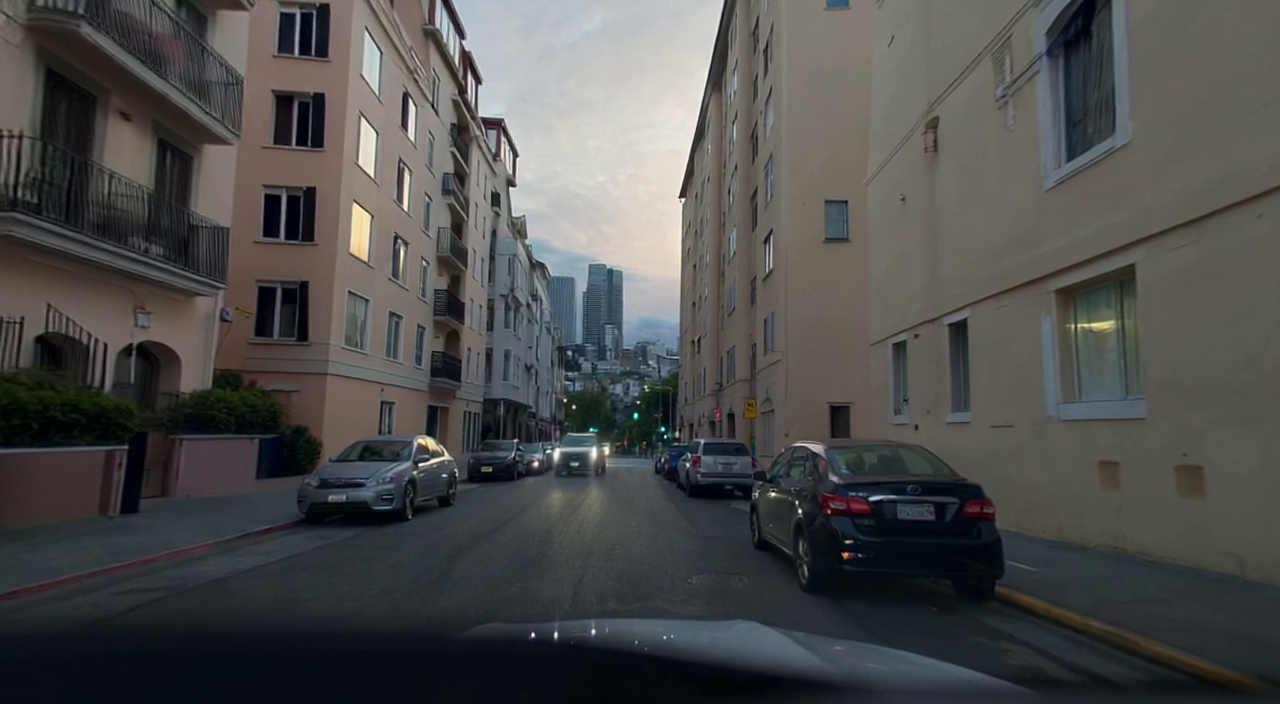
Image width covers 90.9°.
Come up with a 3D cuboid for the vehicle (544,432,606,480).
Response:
[{"bbox_3d":[-2.183,3.582,21.996,1.845,1.544,3.388,0,-8,0],"label":"vehicle"}]

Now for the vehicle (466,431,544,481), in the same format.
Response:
[{"bbox_3d":[-4.834,3.803,23.158,1.942,1.521,3.761,5,-9,0],"label":"vehicle"}]

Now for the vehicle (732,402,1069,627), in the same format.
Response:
[{"bbox_3d":[2.255,1.486,6.766,1.839,1.678,3.918,0,-8,-2],"label":"vehicle"}]

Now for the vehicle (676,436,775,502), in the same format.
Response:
[{"bbox_3d":[2.002,2.866,16.030,1.786,1.447,4.314,0,-8,-2],"label":"vehicle"}]

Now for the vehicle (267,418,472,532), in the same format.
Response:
[{"bbox_3d":[-4.548,2.168,11.479,1.883,1.499,4.426,6,-10,-3],"label":"vehicle"}]
